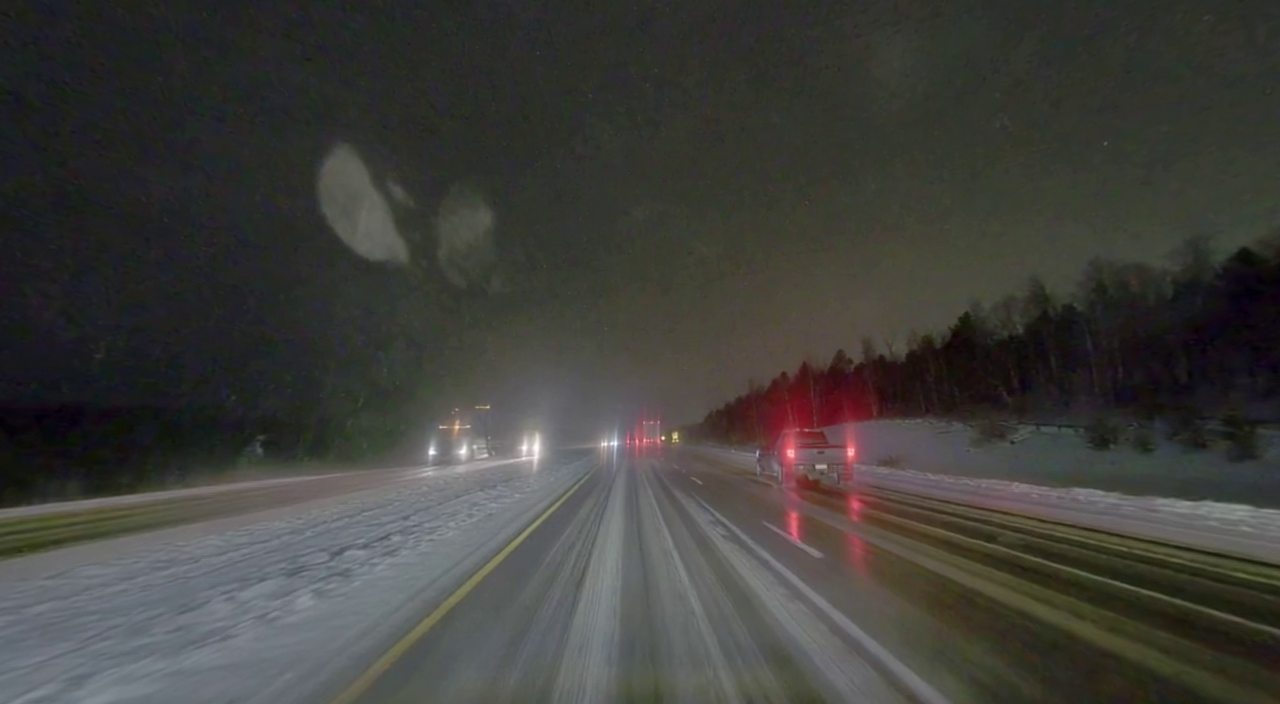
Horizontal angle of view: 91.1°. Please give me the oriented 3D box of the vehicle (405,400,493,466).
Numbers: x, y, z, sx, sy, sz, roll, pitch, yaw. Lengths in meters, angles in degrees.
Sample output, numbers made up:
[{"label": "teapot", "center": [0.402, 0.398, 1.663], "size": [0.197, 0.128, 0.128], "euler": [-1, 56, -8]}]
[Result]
[{"label": "vehicle", "center": [-12.909, 5.635, 43.669], "size": [2.979, 3.983, 10.131], "euler": [0, -8, -1]}]
